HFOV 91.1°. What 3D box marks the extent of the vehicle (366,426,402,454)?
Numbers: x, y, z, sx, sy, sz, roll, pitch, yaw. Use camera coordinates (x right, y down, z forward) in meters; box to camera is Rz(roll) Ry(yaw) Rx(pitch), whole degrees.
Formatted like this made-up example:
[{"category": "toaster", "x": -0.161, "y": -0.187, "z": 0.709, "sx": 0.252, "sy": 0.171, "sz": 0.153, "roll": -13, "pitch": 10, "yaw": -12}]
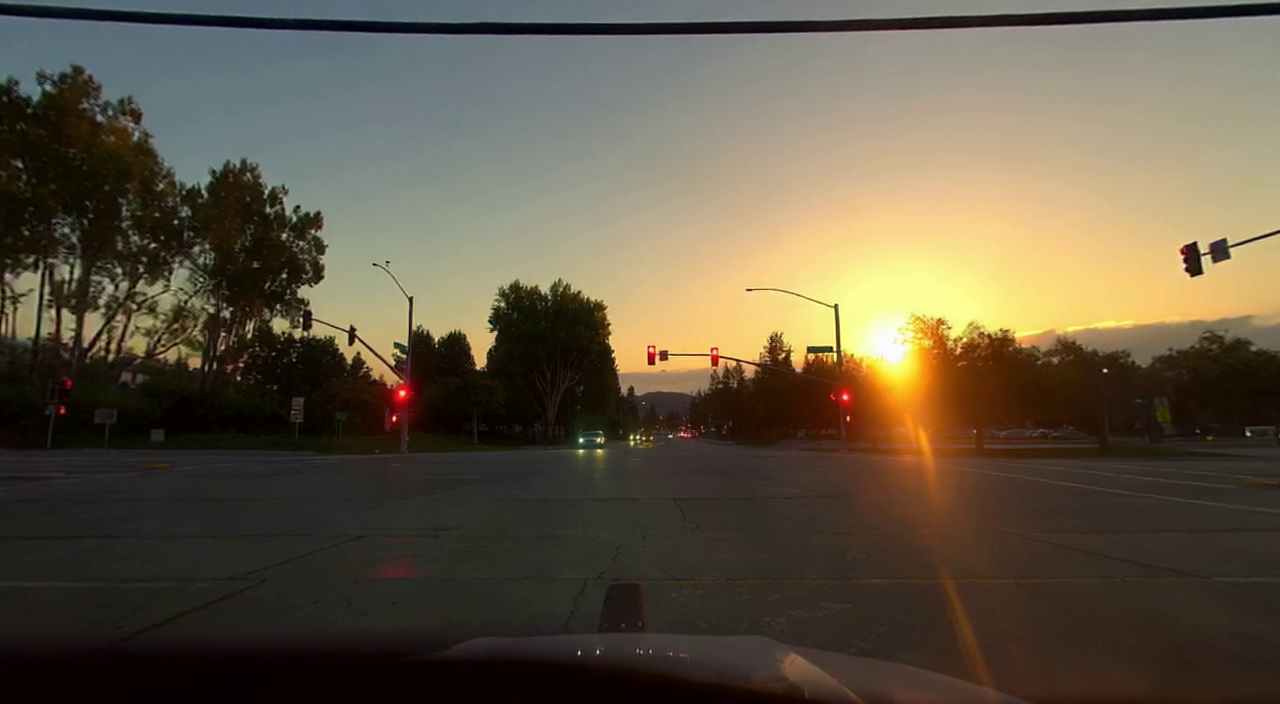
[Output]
[{"category": "vehicle", "x": -19.986, "y": 6.842, "z": 48.882, "sx": 1.873, "sy": 2.079, "sz": 2.879, "roll": 6, "pitch": -10, "yaw": -35}]
